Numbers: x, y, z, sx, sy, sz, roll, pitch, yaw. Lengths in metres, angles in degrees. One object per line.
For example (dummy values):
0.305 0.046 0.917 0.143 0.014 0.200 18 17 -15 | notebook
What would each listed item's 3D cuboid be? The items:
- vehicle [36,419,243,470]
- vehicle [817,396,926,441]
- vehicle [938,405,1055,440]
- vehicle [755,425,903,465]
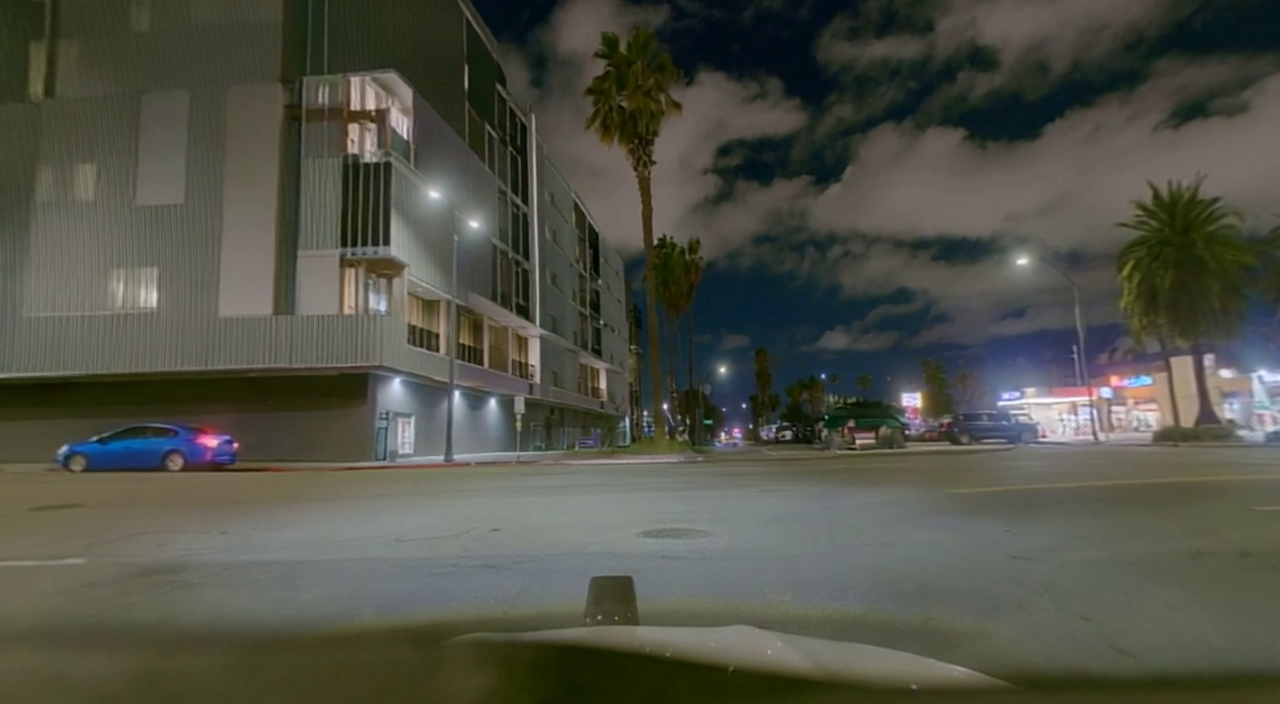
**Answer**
-15.609 2.916 19.914 4.857 1.497 1.811 1 -8 -3 | vehicle
13.529 3.927 37.110 5.524 2.504 2.196 1 -7 -7 | vehicle
25.117 4.981 44.663 7.026 2.329 2.545 2 -6 -8 | vehicle
6.776 3.362 22.874 4.782 1.371 1.763 1 -8 -9 | vehicle
